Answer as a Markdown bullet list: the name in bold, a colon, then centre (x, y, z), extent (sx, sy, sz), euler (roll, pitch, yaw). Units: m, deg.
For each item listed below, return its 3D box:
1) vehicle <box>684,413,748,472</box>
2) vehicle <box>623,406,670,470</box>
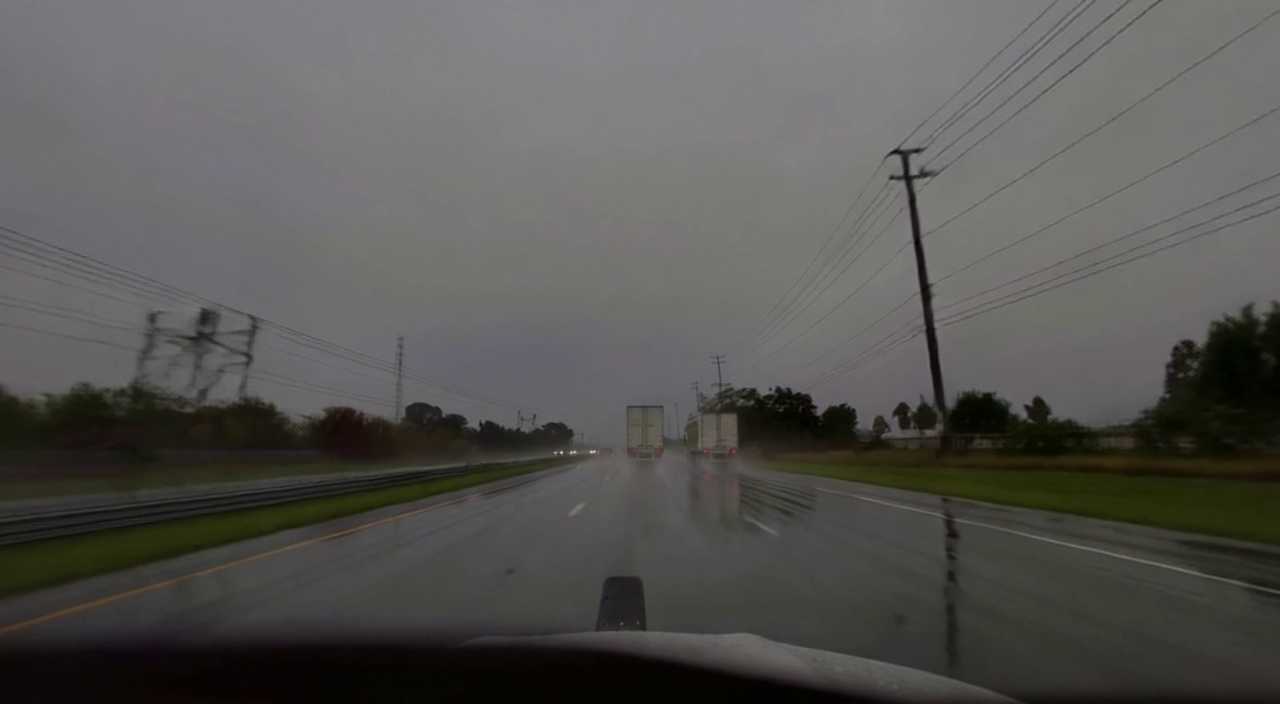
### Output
- **vehicle**: centre (4.688, 5.907, 40.884), extent (2.938, 3.378, 8.820), euler (0, -9, 0)
- **vehicle**: centre (0.500, 6.500, 46.639), extent (2.997, 4.076, 13.224), euler (0, -9, 1)
